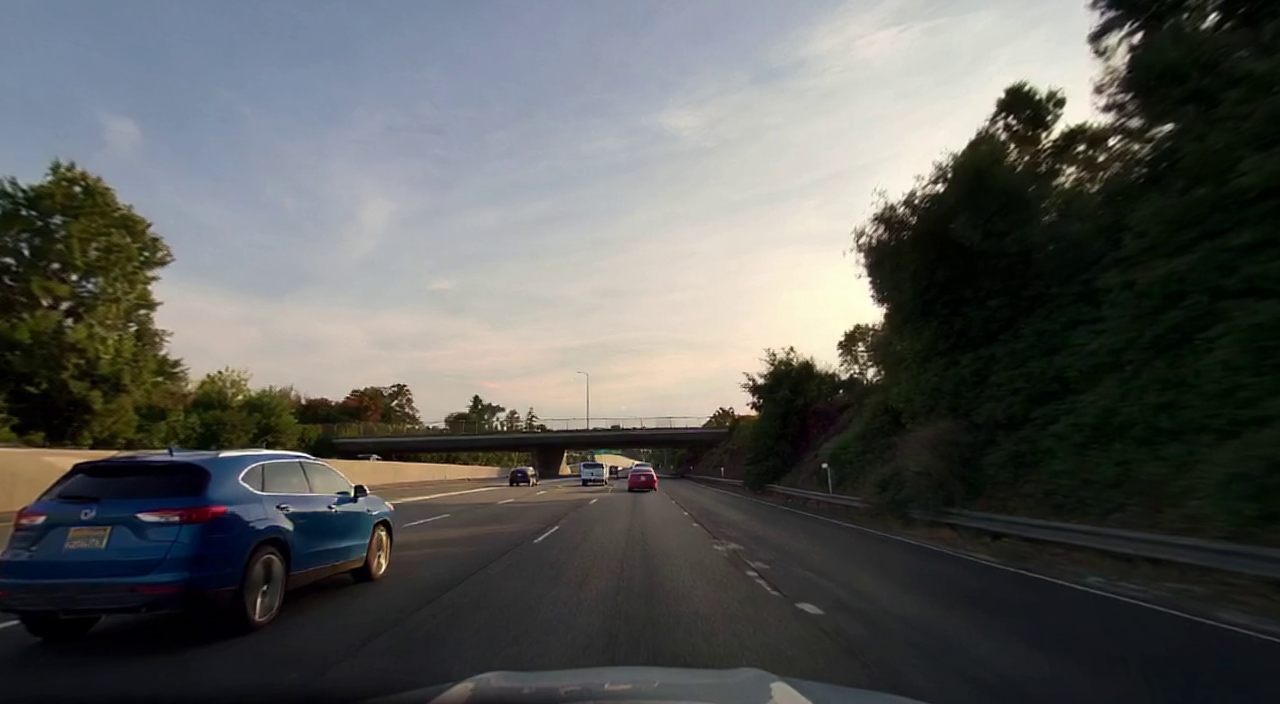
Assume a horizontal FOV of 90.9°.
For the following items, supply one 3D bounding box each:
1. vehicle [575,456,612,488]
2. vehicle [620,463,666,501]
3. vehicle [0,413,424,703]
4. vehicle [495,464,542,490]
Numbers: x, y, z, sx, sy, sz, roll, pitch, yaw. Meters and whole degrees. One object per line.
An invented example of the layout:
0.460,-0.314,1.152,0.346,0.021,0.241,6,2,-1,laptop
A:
-3.574,9.333,49.051,2.400,2.264,4.778,1,-11,1,vehicle
0.133,6.095,29.708,1.992,1.601,3.762,1,-11,0,vehicle
-3.765,1.478,5.354,2.102,1.521,4.687,1,-11,1,vehicle
-7.511,7.803,39.451,1.996,1.512,4.712,1,-11,0,vehicle
